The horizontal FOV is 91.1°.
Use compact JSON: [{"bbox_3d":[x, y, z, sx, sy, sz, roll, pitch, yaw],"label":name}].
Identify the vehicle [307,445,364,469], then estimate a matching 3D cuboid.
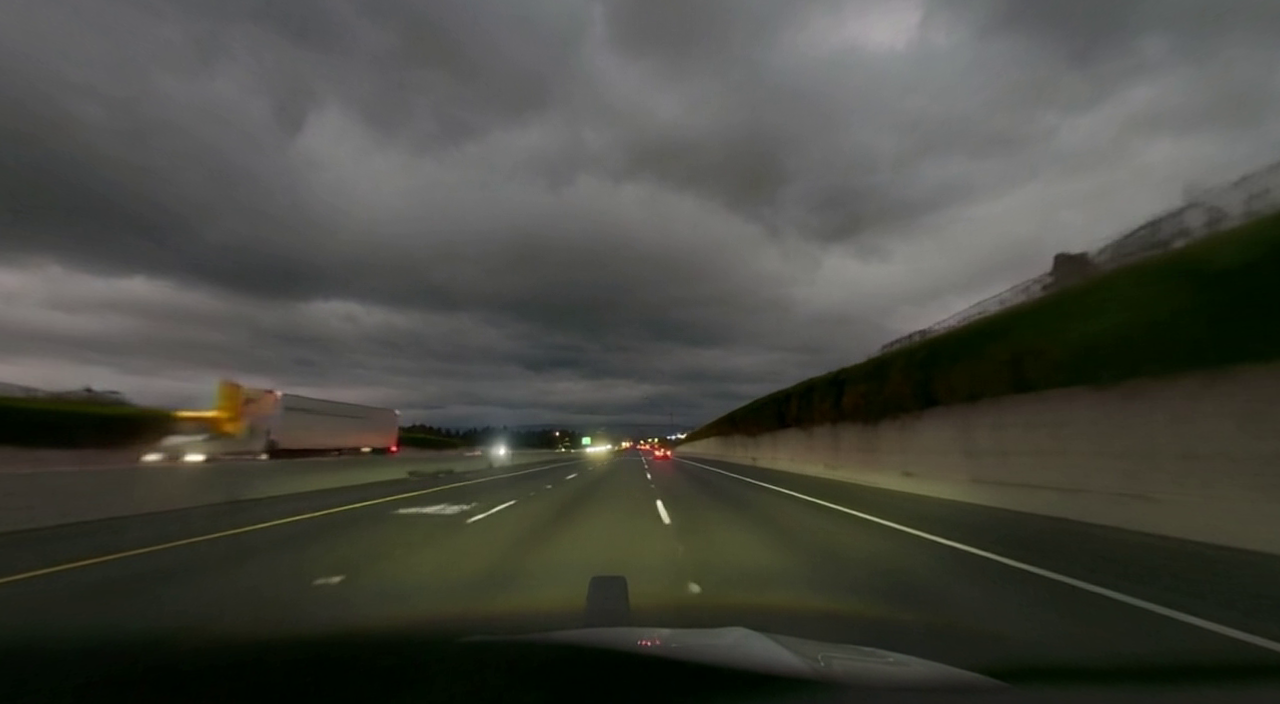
[{"bbox_3d":[-20.327,7.029,42.126,1.802,1.476,4.083,0,-9,0],"label":"vehicle"}]
